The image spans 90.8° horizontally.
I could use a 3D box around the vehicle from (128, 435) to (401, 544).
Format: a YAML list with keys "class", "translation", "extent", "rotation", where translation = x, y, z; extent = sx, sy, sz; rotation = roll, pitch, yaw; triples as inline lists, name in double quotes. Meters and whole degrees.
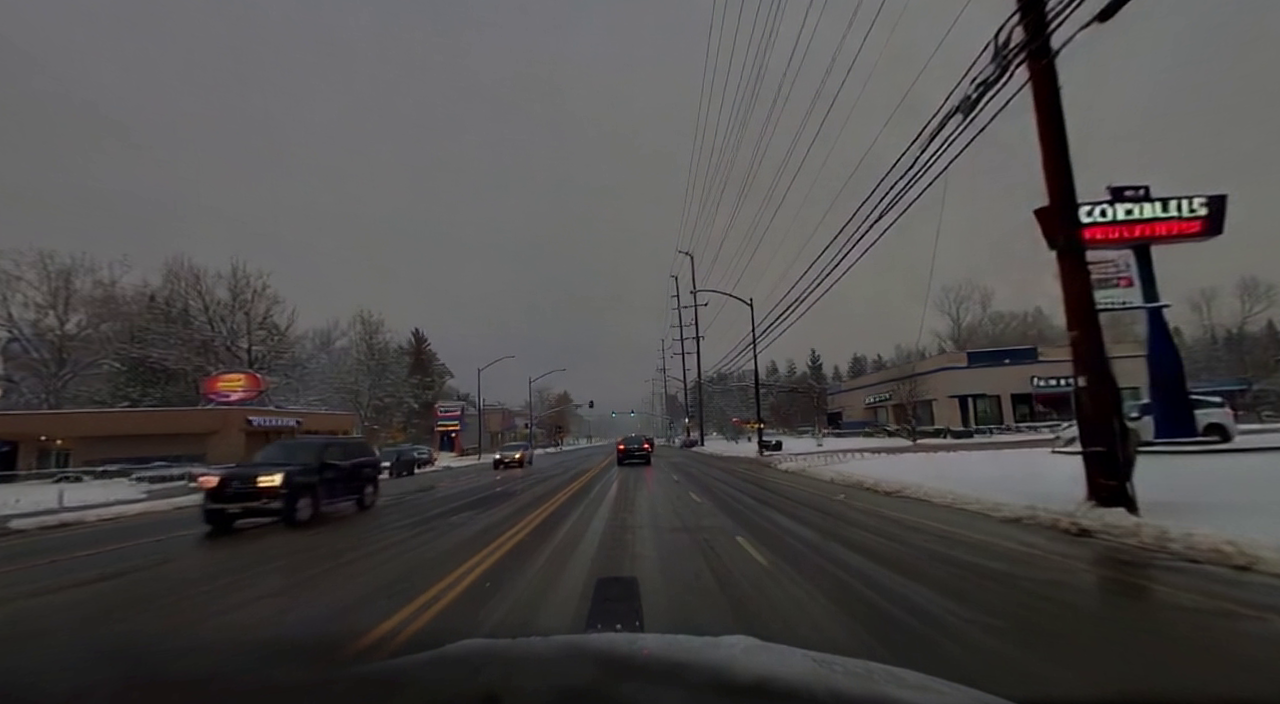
- class: "vehicle"
  translation: [-6.231, 2.299, 11.380]
  extent: [1.987, 1.515, 4.789]
  rotation: [0, -8, 0]

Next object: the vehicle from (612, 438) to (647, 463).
- class: "vehicle"
  translation: [-0.618, 6.309, 40.622]
  extent: [2.097, 1.472, 4.544]
  rotation: [0, -8, 0]

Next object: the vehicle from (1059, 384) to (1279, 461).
- class: "vehicle"
  translation: [13.566, 1.763, 15.651]
  extent: [4.836, 1.750, 2.079]
  rotation: [0, -8, -1]
